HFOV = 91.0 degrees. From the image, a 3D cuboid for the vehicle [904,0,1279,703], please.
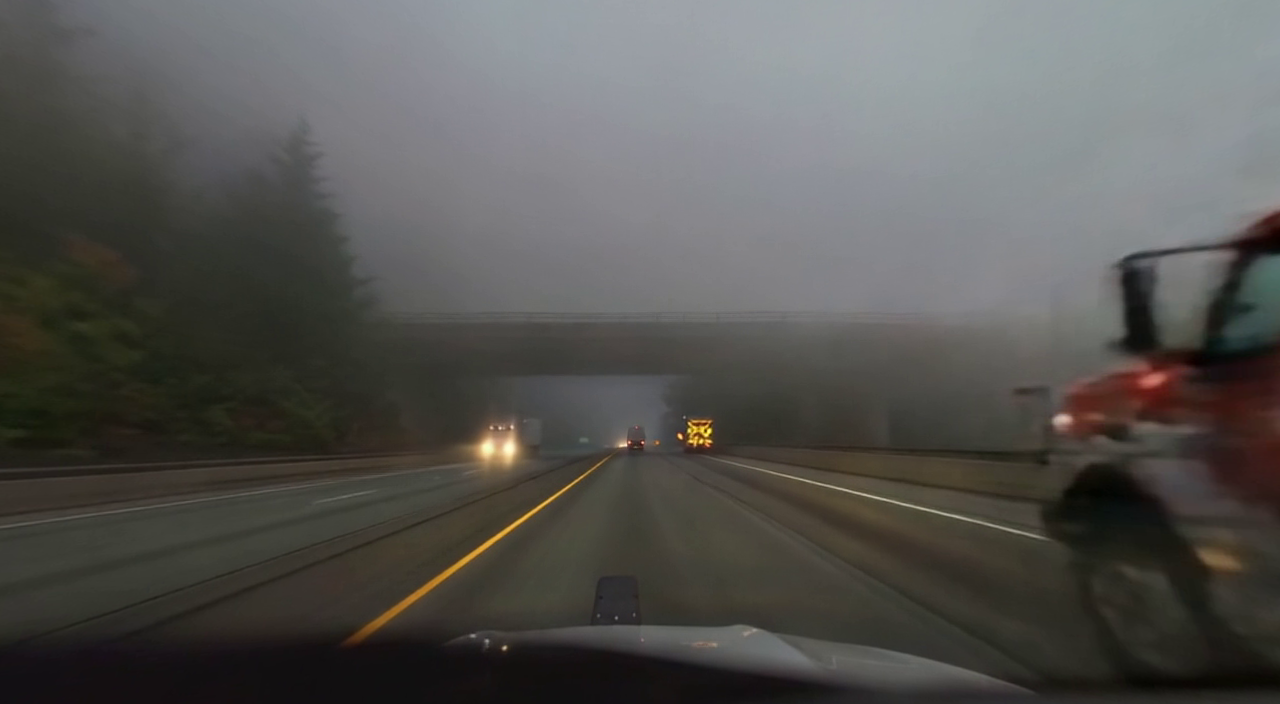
[{"bbox_3d":[4.400,-0.138,2.146,3.017,3.341,8.519,-4,-7,-1],"label":"vehicle"}]
